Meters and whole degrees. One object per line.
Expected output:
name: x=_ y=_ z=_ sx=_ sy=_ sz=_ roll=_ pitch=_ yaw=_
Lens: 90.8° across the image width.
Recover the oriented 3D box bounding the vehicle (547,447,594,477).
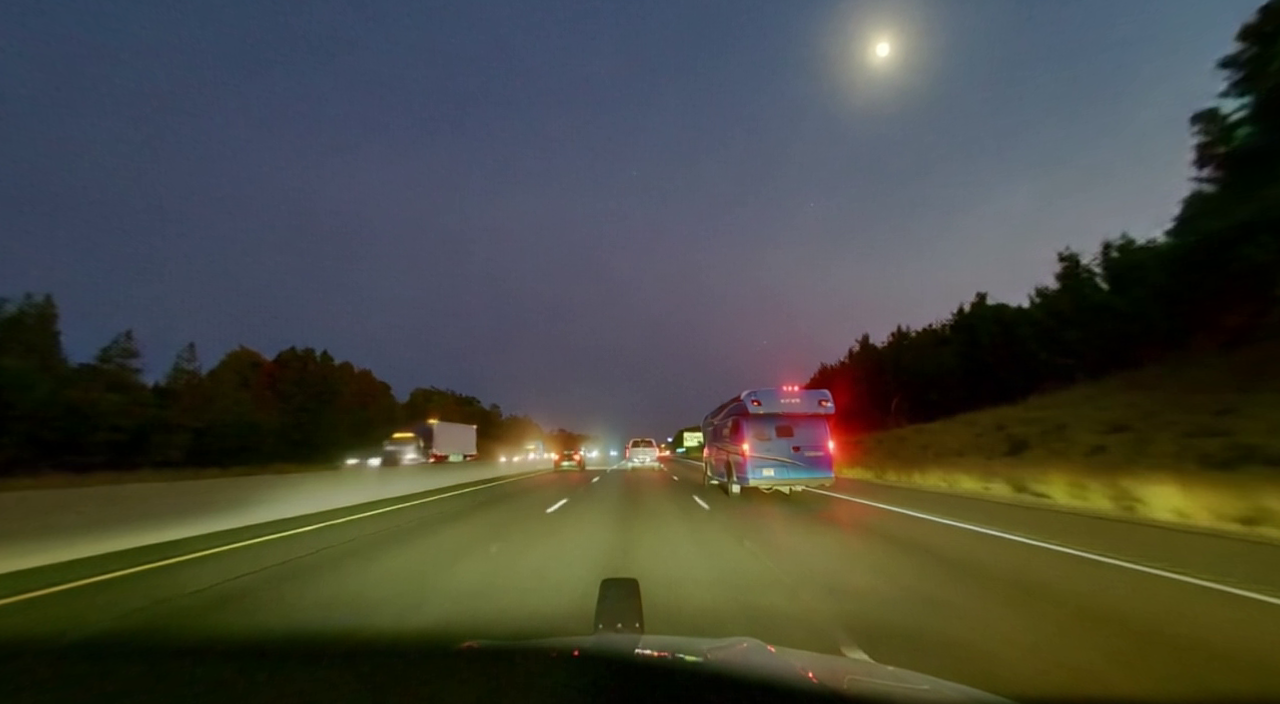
vehicle: x=-3.675 y=5.901 z=34.160 sx=1.959 sy=1.502 sz=4.559 roll=0 pitch=-9 yaw=1

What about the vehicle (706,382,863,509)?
vehicle: x=3.723 y=2.711 z=18.275 sx=2.607 sy=2.910 sz=7.252 roll=0 pitch=-9 yaw=-2

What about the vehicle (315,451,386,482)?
vehicle: x=-15.354 y=6.078 z=33.730 sx=1.810 sy=1.482 sz=4.172 roll=0 pitch=-9 yaw=0

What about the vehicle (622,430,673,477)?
vehicle: x=0.380 y=5.409 z=33.807 sx=2.524 sy=2.310 sz=4.986 roll=0 pitch=-9 yaw=0
